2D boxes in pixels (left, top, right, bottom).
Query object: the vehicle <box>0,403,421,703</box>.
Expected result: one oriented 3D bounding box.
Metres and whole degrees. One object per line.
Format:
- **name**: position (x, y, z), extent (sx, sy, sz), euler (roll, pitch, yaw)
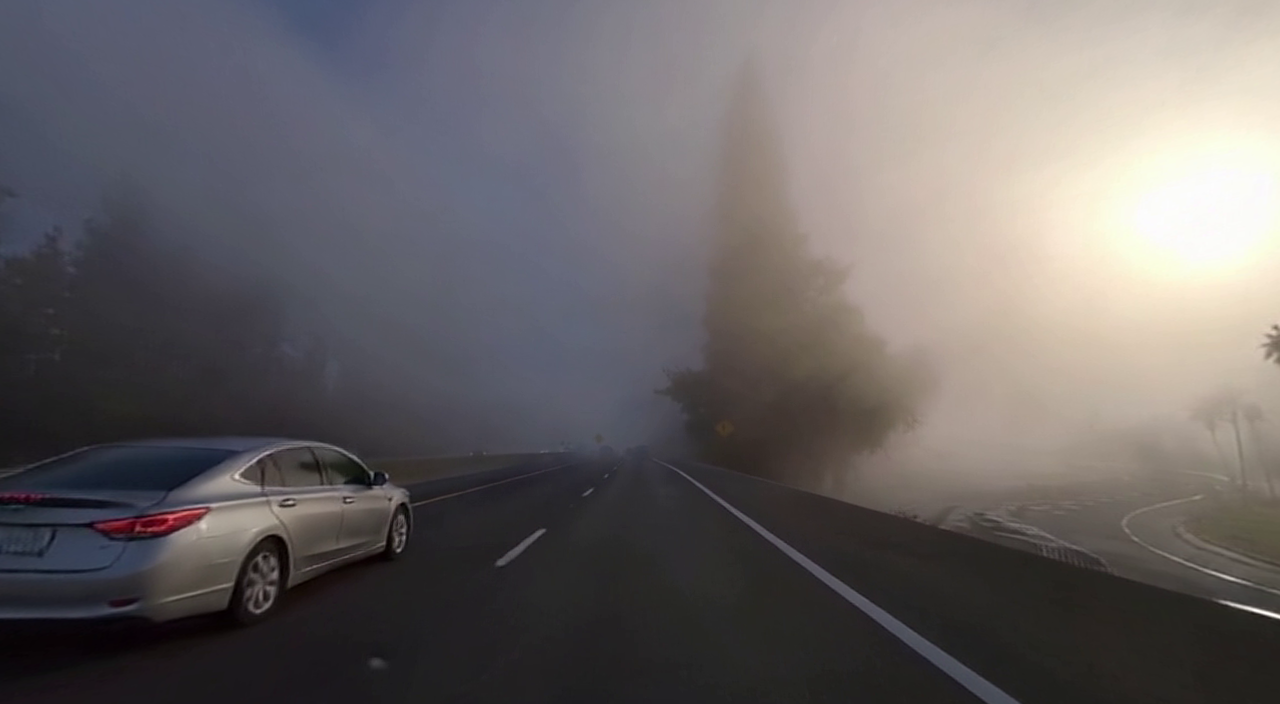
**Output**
- **vehicle**: position (-3.797, 1.375, 5.368), extent (2.092, 1.562, 4.748), euler (0, -8, 1)
